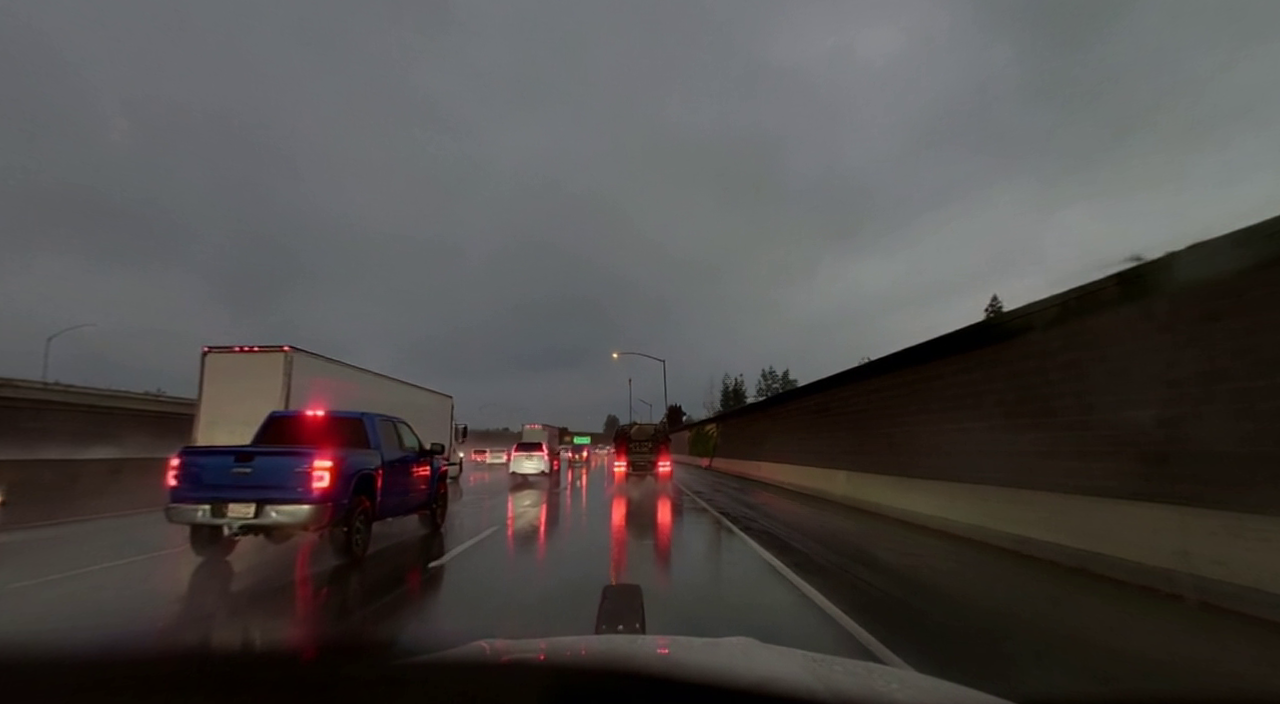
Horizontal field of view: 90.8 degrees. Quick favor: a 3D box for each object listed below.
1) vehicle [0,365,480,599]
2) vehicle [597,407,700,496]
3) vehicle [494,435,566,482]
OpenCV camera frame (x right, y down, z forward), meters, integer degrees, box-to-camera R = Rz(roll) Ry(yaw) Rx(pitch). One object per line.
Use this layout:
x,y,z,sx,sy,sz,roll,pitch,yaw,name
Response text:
-4.153,1.520,8.251,2.575,1.958,5.730,0,-9,0,vehicle
0.129,3.396,21.737,2.886,2.471,7.692,0,-9,-2,vehicle
-4.705,4.661,27.852,2.329,1.859,4.823,0,-9,0,vehicle
